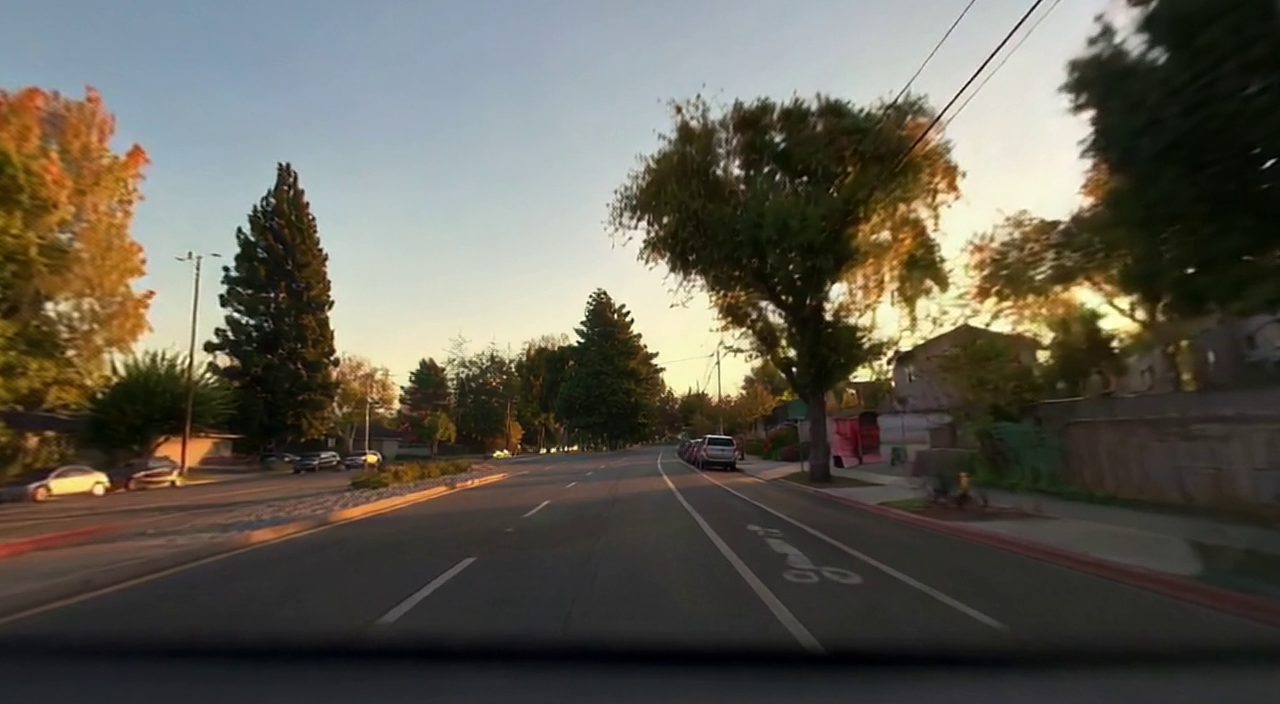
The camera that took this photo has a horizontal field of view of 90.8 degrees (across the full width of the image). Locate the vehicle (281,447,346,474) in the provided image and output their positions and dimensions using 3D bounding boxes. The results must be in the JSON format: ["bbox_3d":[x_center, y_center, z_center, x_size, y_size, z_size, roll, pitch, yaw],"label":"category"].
[{"bbox_3d":[-24.155,8.019,46.947,2.120,1.824,4.908,-1,-8,2],"label":"vehicle"}]

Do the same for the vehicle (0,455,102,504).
[{"bbox_3d":[-24.413,5.098,25.504,1.864,1.575,4.149,-3,-6,-3],"label":"vehicle"}]

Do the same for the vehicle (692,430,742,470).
[{"bbox_3d":[3.578,4.651,30.068,2.013,1.710,4.403,-1,-8,3],"label":"vehicle"}]

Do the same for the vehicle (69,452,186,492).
[{"bbox_3d":[-24.520,5.729,30.449,1.999,1.720,4.253,0,-8,1],"label":"vehicle"}]
